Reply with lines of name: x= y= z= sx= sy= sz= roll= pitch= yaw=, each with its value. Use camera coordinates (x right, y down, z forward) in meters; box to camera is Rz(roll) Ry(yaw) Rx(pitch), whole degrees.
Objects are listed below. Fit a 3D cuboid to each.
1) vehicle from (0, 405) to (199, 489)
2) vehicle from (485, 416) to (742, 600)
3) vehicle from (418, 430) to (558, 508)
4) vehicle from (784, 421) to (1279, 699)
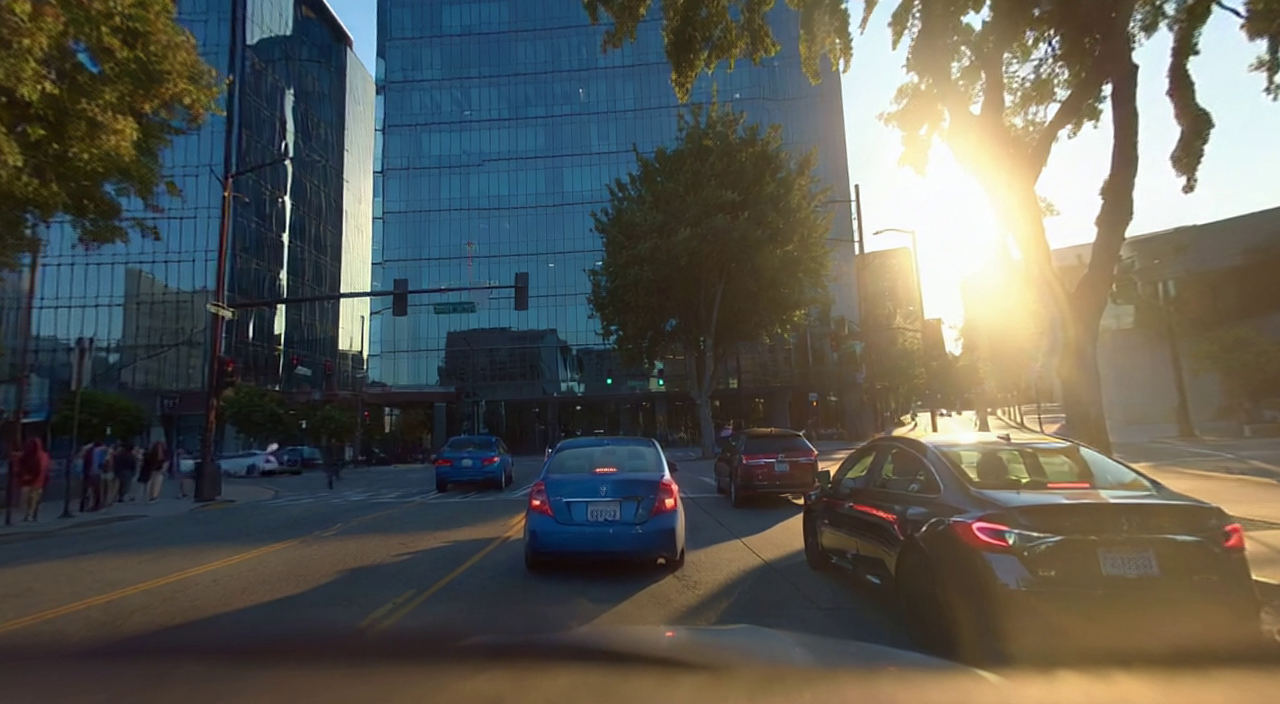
vehicle: x=-26.060 y=4.348 z=28.973 sx=8.989 sy=3.623 sz=2.884 roll=0 pitch=-8 yaw=0
vehicle: x=-0.267 y=1.566 z=7.200 sx=2.072 sy=1.476 sz=4.078 roll=0 pitch=-8 yaw=-2
vehicle: x=-3.245 y=2.593 z=14.383 sx=2.068 sy=1.513 sz=4.221 roll=0 pitch=-8 yaw=1
vehicle: x=2.755 y=1.418 z=5.495 sx=1.952 sy=1.464 sz=4.165 roll=0 pitch=-8 yaw=-1
